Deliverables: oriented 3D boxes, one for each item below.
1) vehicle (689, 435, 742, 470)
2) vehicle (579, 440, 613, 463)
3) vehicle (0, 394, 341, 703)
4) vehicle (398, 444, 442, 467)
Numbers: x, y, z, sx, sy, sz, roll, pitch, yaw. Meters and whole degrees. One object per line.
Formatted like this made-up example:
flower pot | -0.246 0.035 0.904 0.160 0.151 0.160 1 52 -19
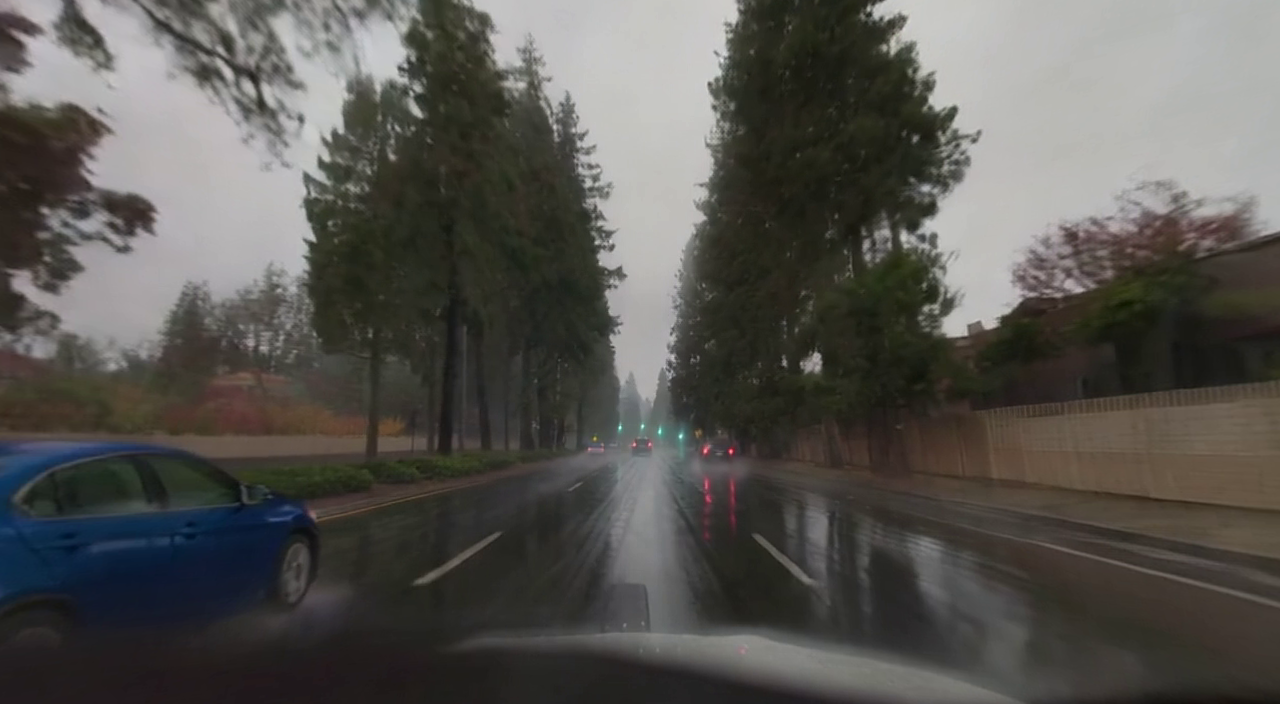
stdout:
vehicle | 3.805 5.163 32.506 2.182 1.688 4.187 0 -8 -1
vehicle | -2.963 6.804 43.311 1.940 1.473 4.133 0 -8 1
vehicle | -3.604 0.963 2.739 2.091 1.503 4.989 0 -8 1
vehicle | -17.142 8.050 49.266 1.872 1.703 4.388 0 -8 0
